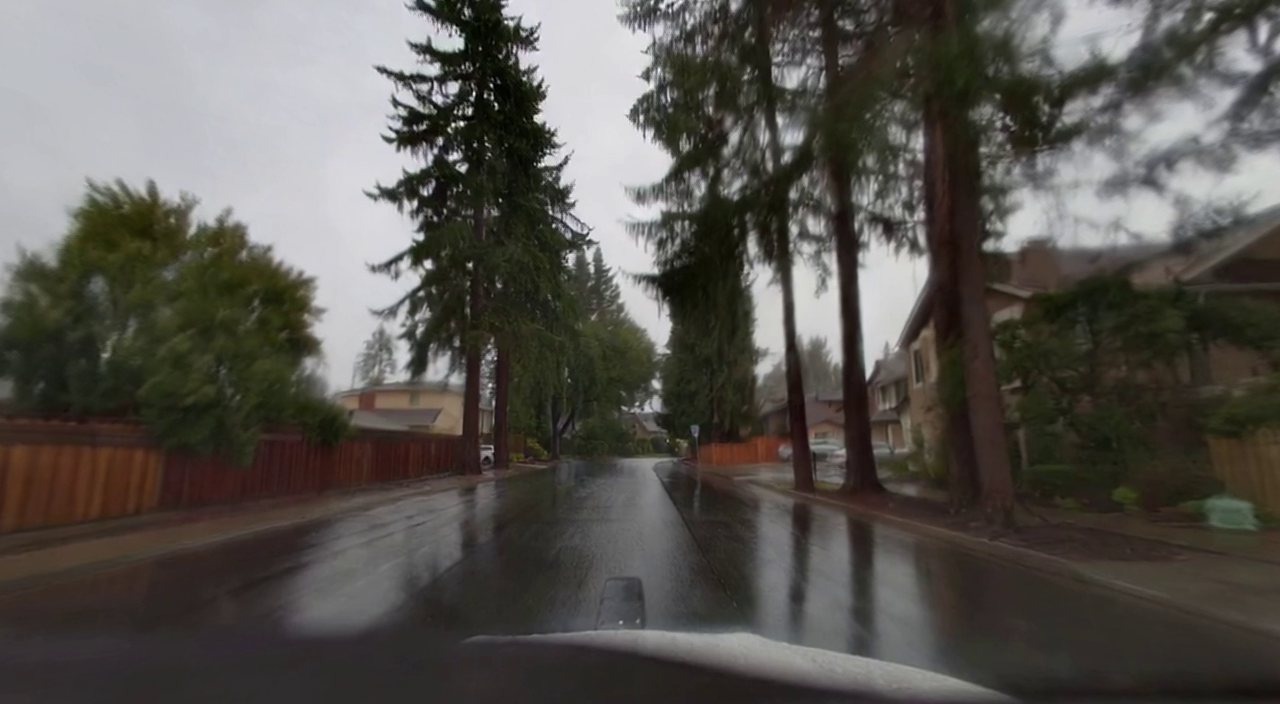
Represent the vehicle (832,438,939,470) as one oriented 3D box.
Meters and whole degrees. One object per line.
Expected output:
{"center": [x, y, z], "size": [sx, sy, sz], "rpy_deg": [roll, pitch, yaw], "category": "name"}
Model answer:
{"center": [11.787, 4.928, 30.600], "size": [4.415, 1.457, 1.797], "rpy_deg": [0, -9, 1], "category": "vehicle"}
